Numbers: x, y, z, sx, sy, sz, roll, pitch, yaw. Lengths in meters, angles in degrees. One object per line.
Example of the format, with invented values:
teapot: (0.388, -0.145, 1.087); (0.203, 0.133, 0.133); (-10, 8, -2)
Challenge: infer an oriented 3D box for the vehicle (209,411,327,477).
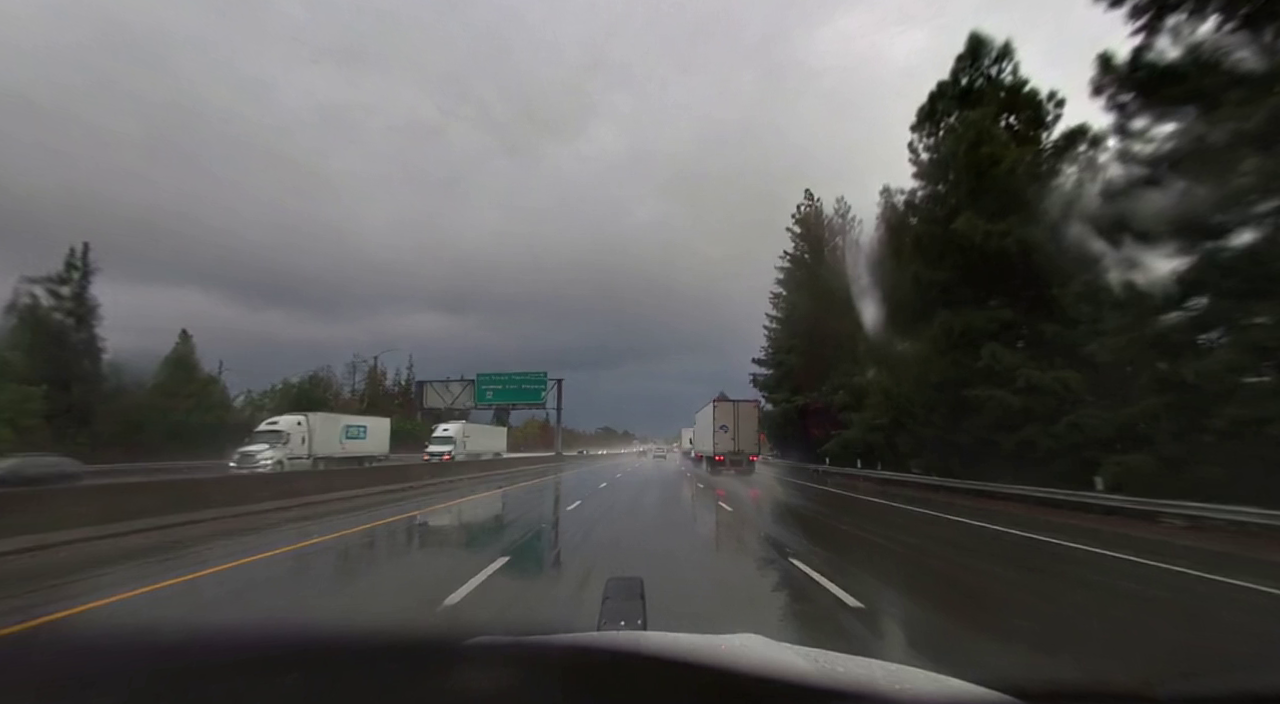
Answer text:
vehicle: (-22.088, 5.516, 37.926); (3.183, 3.642, 5.959); (0, -8, 2)

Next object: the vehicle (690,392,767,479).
vehicle: (4.936, 5.112, 38.276); (2.826, 4.269, 14.176); (-1, -8, 1)
